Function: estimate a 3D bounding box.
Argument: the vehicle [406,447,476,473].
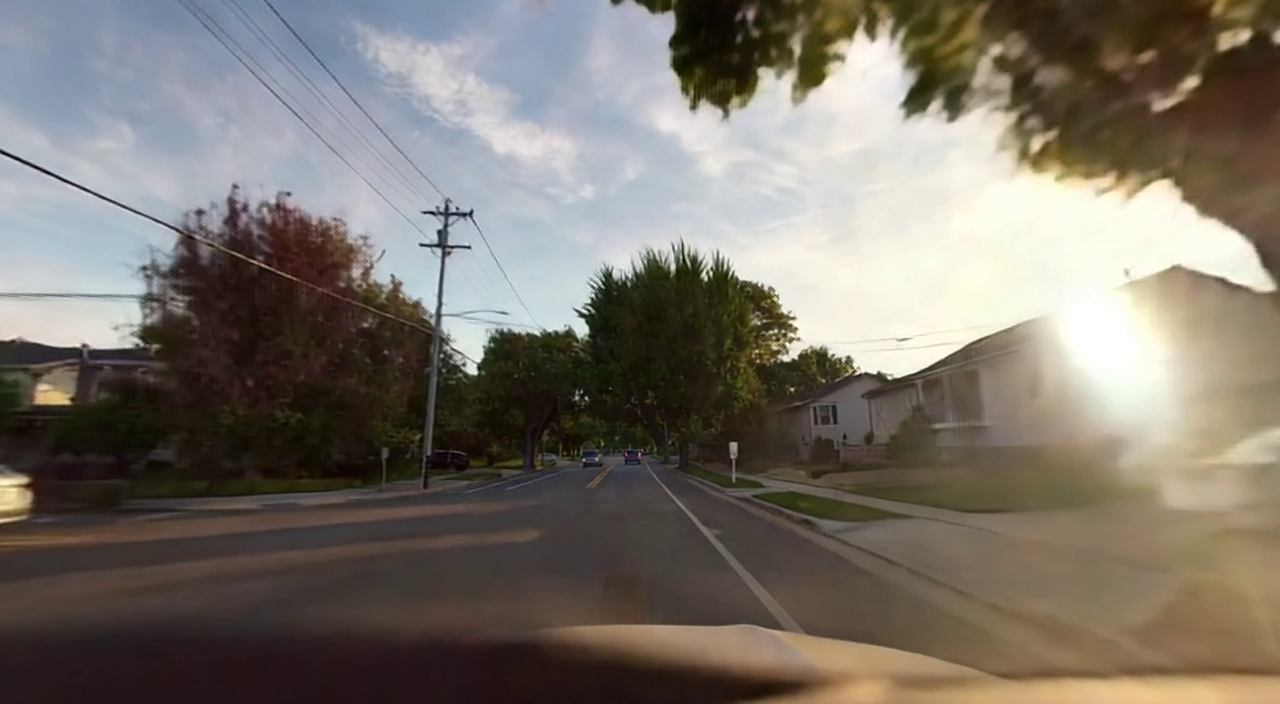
[{"bbox_3d":[-14.886,8.101,47.497,4.662,1.832,2.063,1,-9,-5],"label":"vehicle"}]

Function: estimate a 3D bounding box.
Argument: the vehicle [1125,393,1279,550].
[{"bbox_3d":[9.205,1.383,7.496,4.953,1.704,1.952,-2,-9,13],"label":"vehicle"}]
